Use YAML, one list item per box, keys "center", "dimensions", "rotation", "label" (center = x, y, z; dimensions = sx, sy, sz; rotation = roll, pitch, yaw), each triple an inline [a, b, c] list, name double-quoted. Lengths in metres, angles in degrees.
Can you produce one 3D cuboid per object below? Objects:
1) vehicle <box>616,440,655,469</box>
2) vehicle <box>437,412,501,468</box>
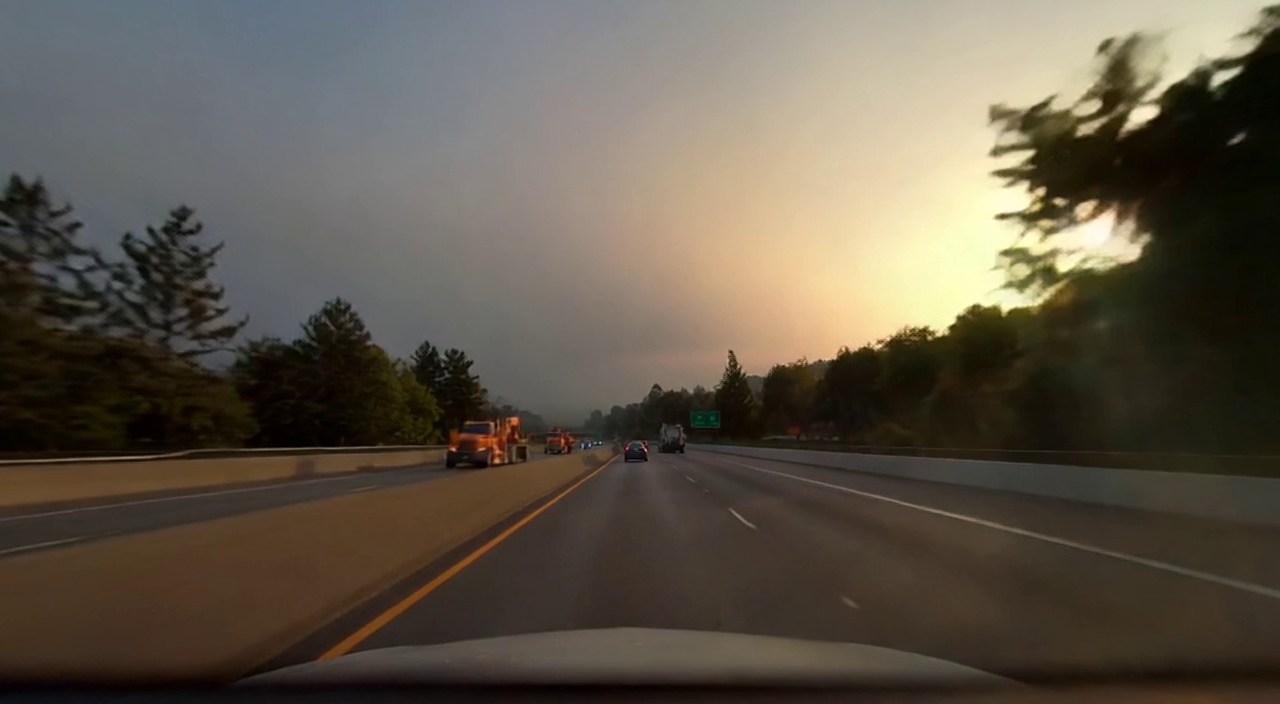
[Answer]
- center: [-0.248, 5.579, 34.495]
  dimensions: [2.004, 1.472, 4.075]
  rotation: [0, -8, 0]
  label: "vehicle"
- center: [-13.014, 6.765, 48.414]
  dimensions: [3.010, 3.976, 6.420]
  rotation: [-1, -8, 1]
  label: "vehicle"
